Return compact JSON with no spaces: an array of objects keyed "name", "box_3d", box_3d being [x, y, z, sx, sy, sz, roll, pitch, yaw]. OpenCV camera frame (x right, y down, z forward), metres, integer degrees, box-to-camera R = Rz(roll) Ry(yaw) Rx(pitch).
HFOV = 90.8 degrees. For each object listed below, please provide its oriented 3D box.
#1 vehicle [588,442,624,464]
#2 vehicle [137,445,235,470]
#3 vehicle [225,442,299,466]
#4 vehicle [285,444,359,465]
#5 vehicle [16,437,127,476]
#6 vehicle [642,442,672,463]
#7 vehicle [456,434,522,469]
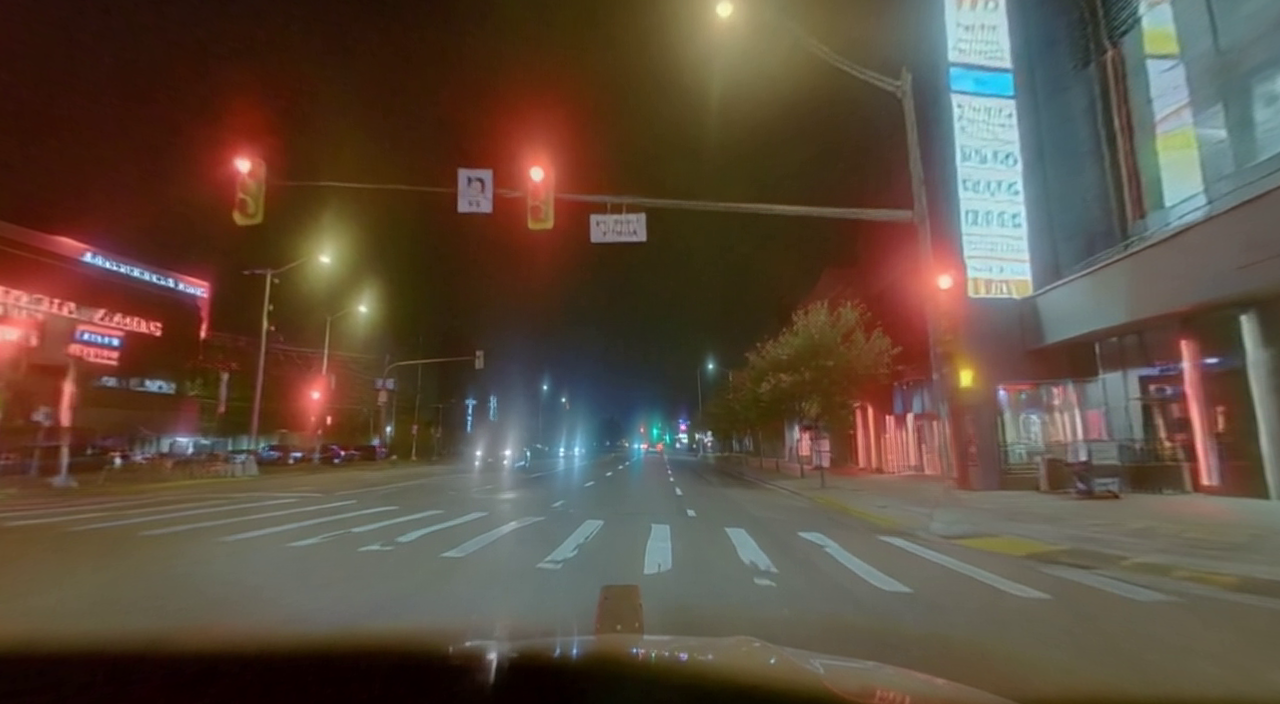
[{"name":"vehicle","box_3d":[-2.312,7.076,44.311,1.962,1.420,4.021,-1,-9,5]},{"name":"vehicle","box_3d":[-27.815,6.438,38.873,1.755,1.445,4.485,-5,-10,29]},{"name":"vehicle","box_3d":[-27.519,7.398,46.130,1.969,1.636,4.136,-5,-10,29]},{"name":"vehicle","box_3d":[-23.497,7.595,46.857,1.985,1.469,4.428,-5,-10,29]},{"name":"vehicle","box_3d":[-28.322,5.188,31.550,1.643,1.755,3.666,-4,-9,34]},{"name":"vehicle","box_3d":[1.303,7.732,48.886,2.168,1.545,4.047,0,-8,1]},{"name":"vehicle","box_3d":[-8.438,5.642,35.839,2.281,1.834,4.736,-1,-9,3]}]
